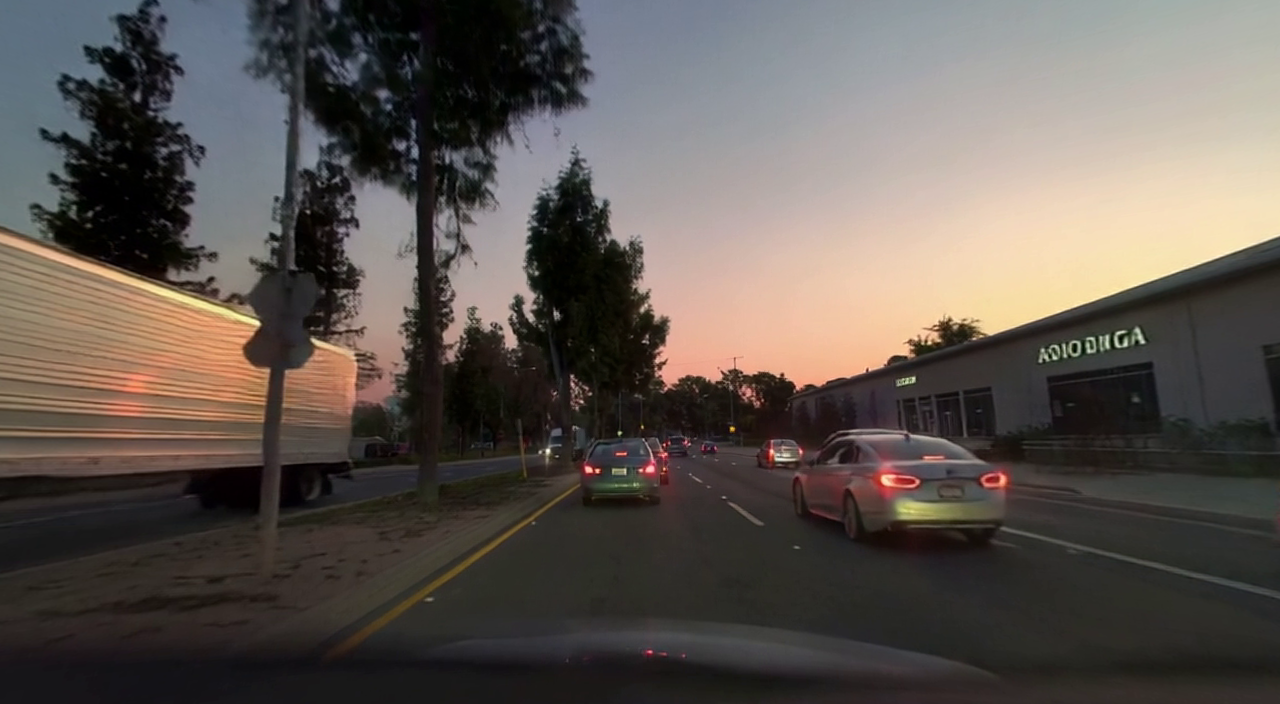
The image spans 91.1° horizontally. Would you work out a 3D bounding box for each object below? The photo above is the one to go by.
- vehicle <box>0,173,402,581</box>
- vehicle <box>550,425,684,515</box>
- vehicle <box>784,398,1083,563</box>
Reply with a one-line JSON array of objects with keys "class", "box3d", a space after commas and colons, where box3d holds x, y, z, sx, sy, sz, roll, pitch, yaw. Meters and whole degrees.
[{"class": "vehicle", "box3d": [-8.369, 0.672, 9.338, 3.250, 4.249, 16.263, 0, -9, 0]}, {"class": "vehicle", "box3d": [-0.403, 2.360, 12.998, 2.315, 1.563, 4.080, 0, -9, 0]}, {"class": "vehicle", "box3d": [3.689, 1.718, 9.089, 2.090, 1.763, 4.560, 0, -9, 0]}]
